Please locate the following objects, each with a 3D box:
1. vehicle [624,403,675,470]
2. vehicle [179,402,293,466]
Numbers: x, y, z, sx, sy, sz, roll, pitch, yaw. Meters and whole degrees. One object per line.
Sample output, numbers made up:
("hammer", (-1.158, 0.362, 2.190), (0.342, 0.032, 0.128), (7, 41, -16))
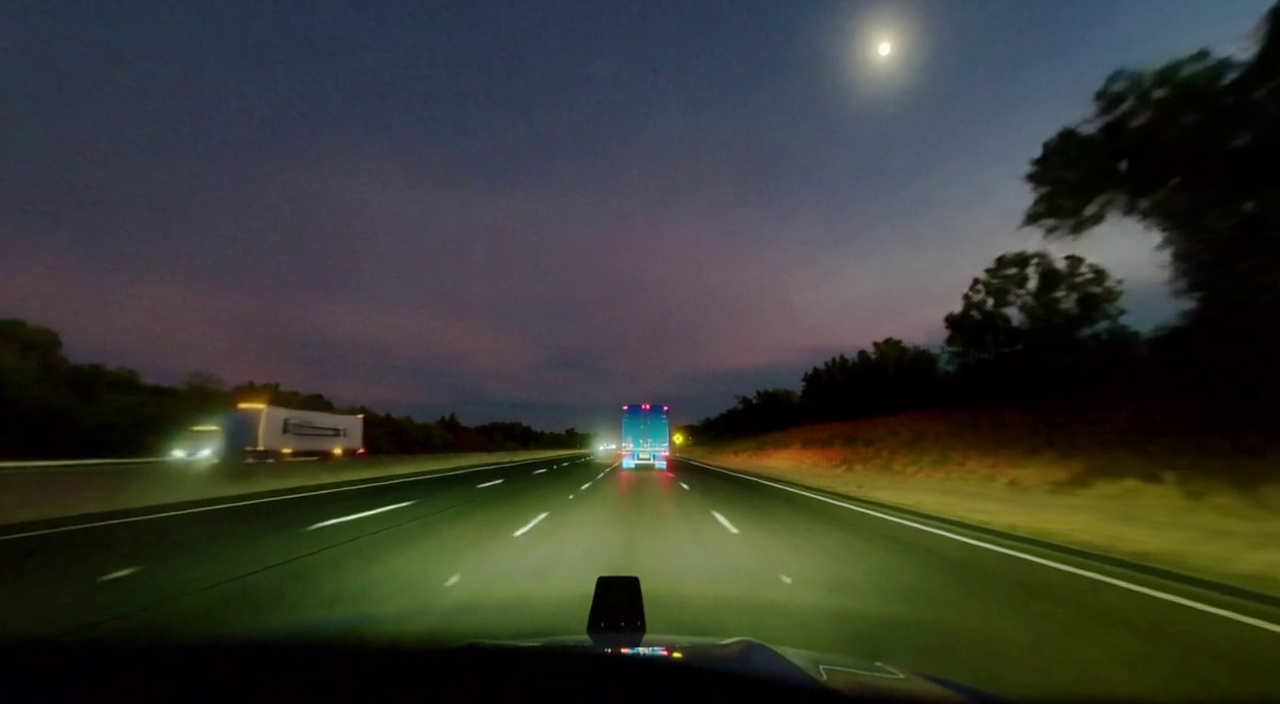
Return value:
("vehicle", (0.415, 5.927, 43.466), (3.055, 4.009, 10.972), (0, -9, -2))
("vehicle", (-23.322, 4.839, 36.836), (2.826, 3.425, 5.785), (0, -9, -2))
